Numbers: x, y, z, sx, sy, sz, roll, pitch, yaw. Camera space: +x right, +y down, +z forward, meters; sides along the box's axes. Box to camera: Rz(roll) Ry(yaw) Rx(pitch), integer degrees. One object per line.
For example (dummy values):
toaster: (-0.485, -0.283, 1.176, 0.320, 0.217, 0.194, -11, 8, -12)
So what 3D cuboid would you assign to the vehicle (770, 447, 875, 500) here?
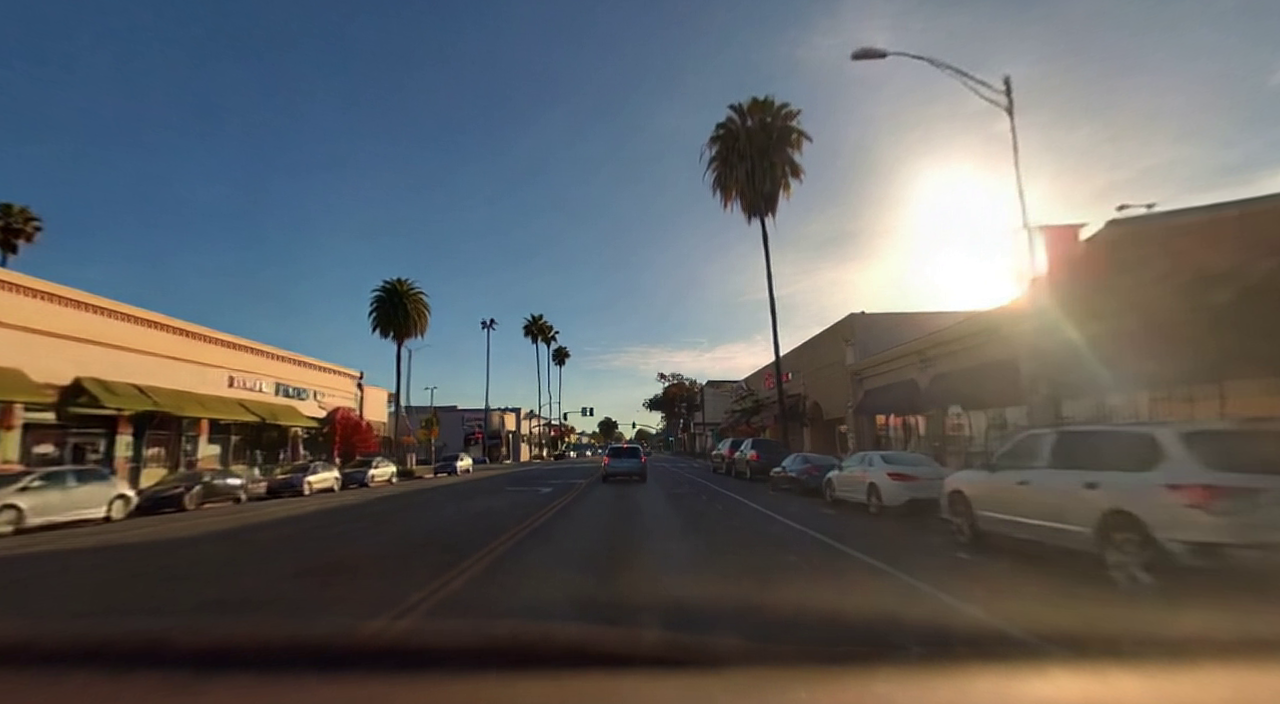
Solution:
vehicle: (5.562, 3.728, 19.878, 1.805, 1.429, 4.911, 0, -8, -1)

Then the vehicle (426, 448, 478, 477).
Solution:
vehicle: (-13.480, 7.918, 45.397, 2.296, 1.847, 4.856, -3, -8, 0)

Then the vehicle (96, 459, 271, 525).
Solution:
vehicle: (-13.067, 3.988, 18.453, 1.804, 1.441, 4.534, -4, -8, 0)

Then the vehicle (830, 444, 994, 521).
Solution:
vehicle: (5.914, 2.850, 14.387, 1.727, 1.456, 4.569, 0, -8, 0)

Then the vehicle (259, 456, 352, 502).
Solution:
vehicle: (-13.267, 5.019, 25.232, 1.774, 1.522, 3.699, -2, -8, -1)

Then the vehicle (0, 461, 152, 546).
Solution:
vehicle: (-13.200, 3.277, 13.645, 1.840, 1.521, 4.450, -6, -8, -1)

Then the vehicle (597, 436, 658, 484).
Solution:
vehicle: (-0.453, 4.274, 25.173, 2.239, 1.763, 4.096, 0, -8, 0)

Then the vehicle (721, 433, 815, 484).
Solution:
vehicle: (5.425, 4.638, 27.789, 2.568, 1.974, 6.203, 0, -8, -3)

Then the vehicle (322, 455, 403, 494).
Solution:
vehicle: (-13.322, 5.882, 30.552, 1.914, 1.489, 4.523, -4, -8, 0)

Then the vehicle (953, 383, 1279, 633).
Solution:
vehicle: (5.864, 1.527, 7.158, 2.129, 1.895, 4.671, 0, -8, -1)
